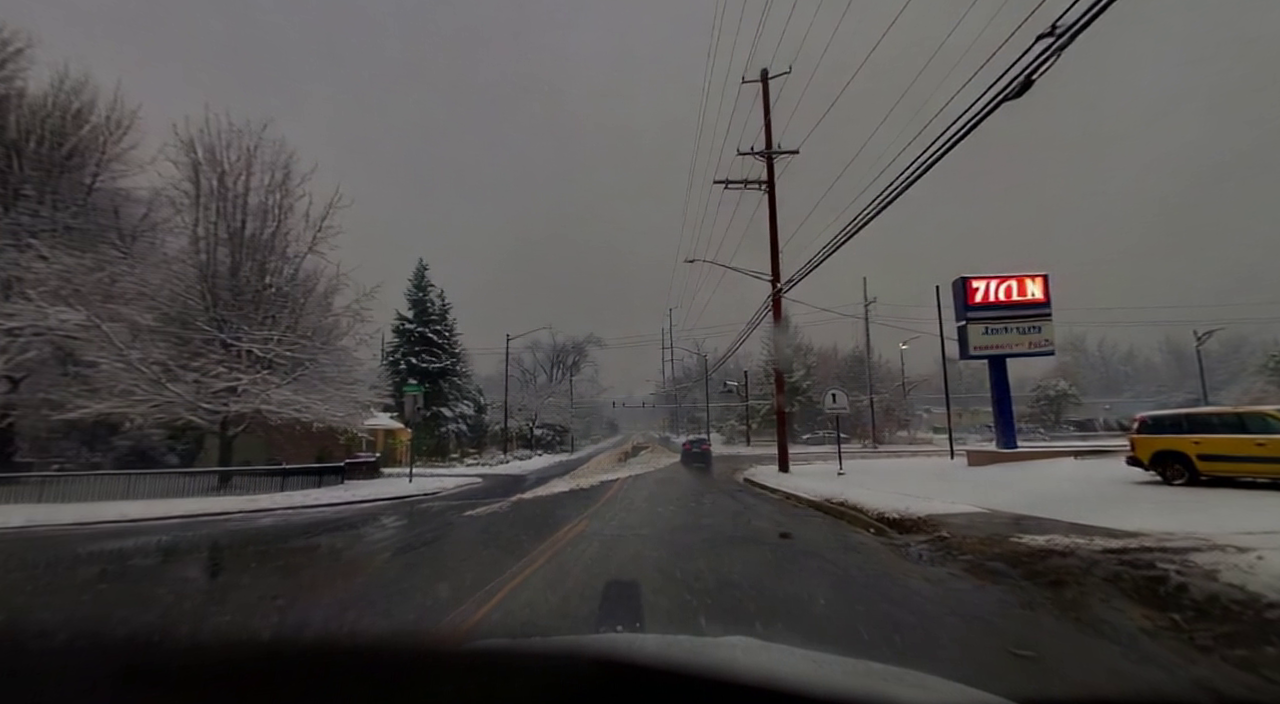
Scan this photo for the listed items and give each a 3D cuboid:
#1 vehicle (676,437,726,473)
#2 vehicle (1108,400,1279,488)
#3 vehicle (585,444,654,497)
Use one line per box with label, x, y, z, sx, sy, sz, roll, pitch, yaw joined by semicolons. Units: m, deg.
vehicle;3.514;5.808;35.943;2.553;1.868;5.536;-1;-9;6
vehicle;13.357;1.996;13.814;4.518;1.764;2.014;-1;-8;3
vehicle;-0.606;3.536;19.298;1.874;1.427;3.976;0;-8;-2
